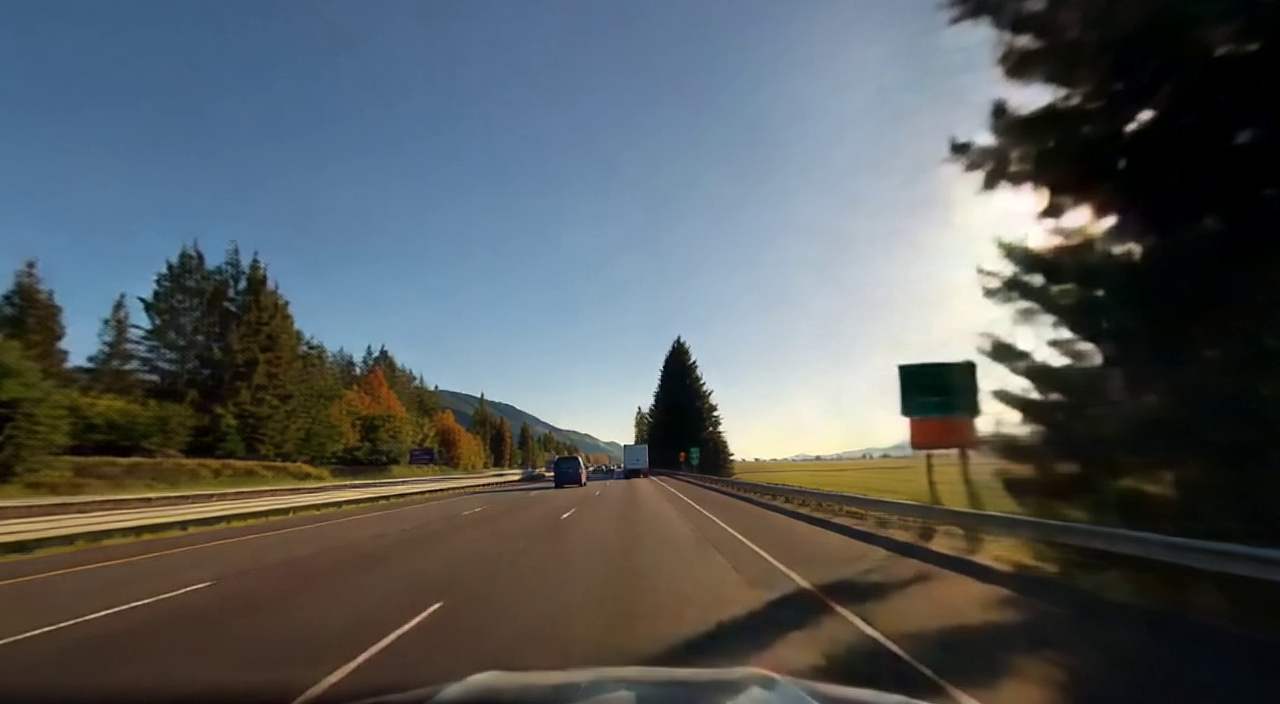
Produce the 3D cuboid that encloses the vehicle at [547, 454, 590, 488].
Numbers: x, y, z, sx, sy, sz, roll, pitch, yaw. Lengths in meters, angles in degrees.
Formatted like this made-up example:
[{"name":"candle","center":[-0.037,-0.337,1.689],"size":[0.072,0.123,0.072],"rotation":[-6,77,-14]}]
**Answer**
[{"name":"vehicle","center":[-4.446,7.543,40.072],"size":[2.208,1.973,4.716],"rotation":[1,-10,0]}]
